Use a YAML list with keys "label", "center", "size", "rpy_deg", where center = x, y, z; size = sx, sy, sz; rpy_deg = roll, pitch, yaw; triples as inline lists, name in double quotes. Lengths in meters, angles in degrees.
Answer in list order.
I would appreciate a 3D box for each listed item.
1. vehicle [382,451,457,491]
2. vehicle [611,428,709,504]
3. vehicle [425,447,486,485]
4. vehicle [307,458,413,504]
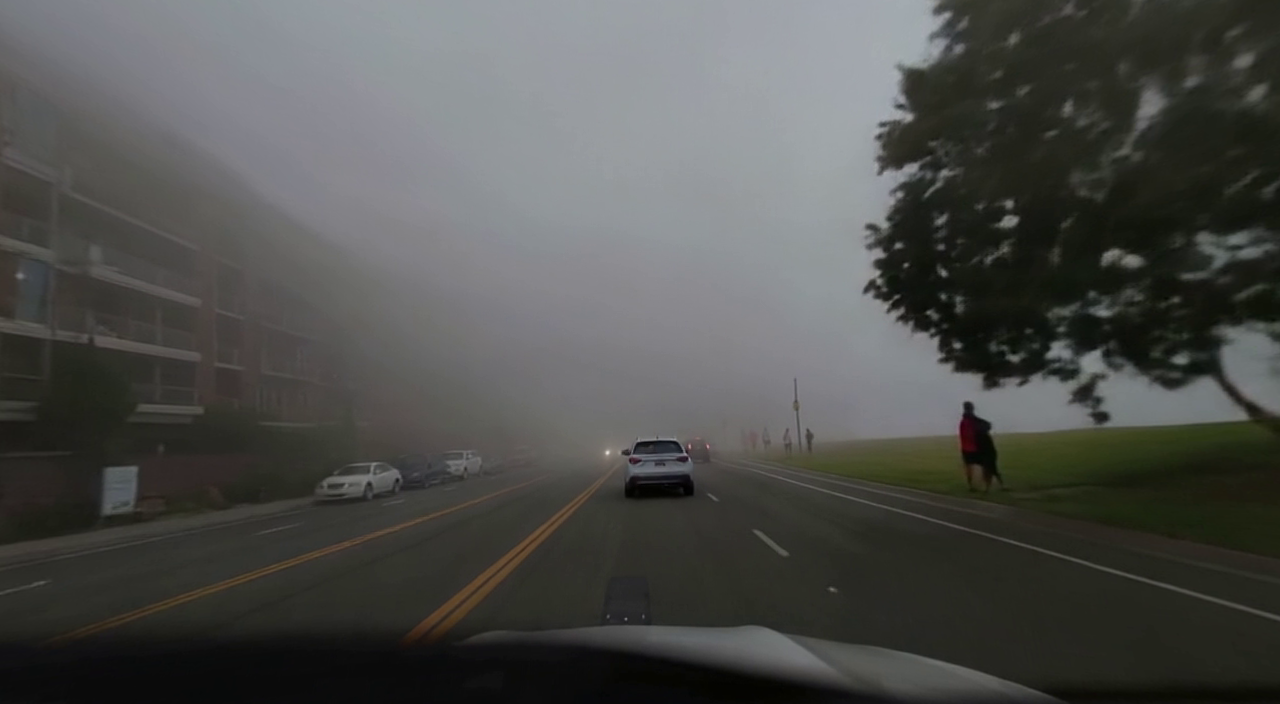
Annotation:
- label: "vehicle"
  center: [-10.216, 5.516, 29.536]
  size: [1.869, 1.647, 4.281]
  rpy_deg: [-1, -9, 1]
- label: "vehicle"
  center: [0.422, 2.788, 15.789]
  size: [2.132, 1.632, 3.838]
  rpy_deg: [0, -9, 0]
- label: "vehicle"
  center: [-10.050, 6.199, 34.741]
  size: [1.940, 1.816, 4.721]
  rpy_deg: [-1, -7, 1]
- label: "vehicle"
  center: [-10.448, 4.821, 23.947]
  size: [1.839, 1.474, 4.694]
  rpy_deg: [-1, -9, 1]
